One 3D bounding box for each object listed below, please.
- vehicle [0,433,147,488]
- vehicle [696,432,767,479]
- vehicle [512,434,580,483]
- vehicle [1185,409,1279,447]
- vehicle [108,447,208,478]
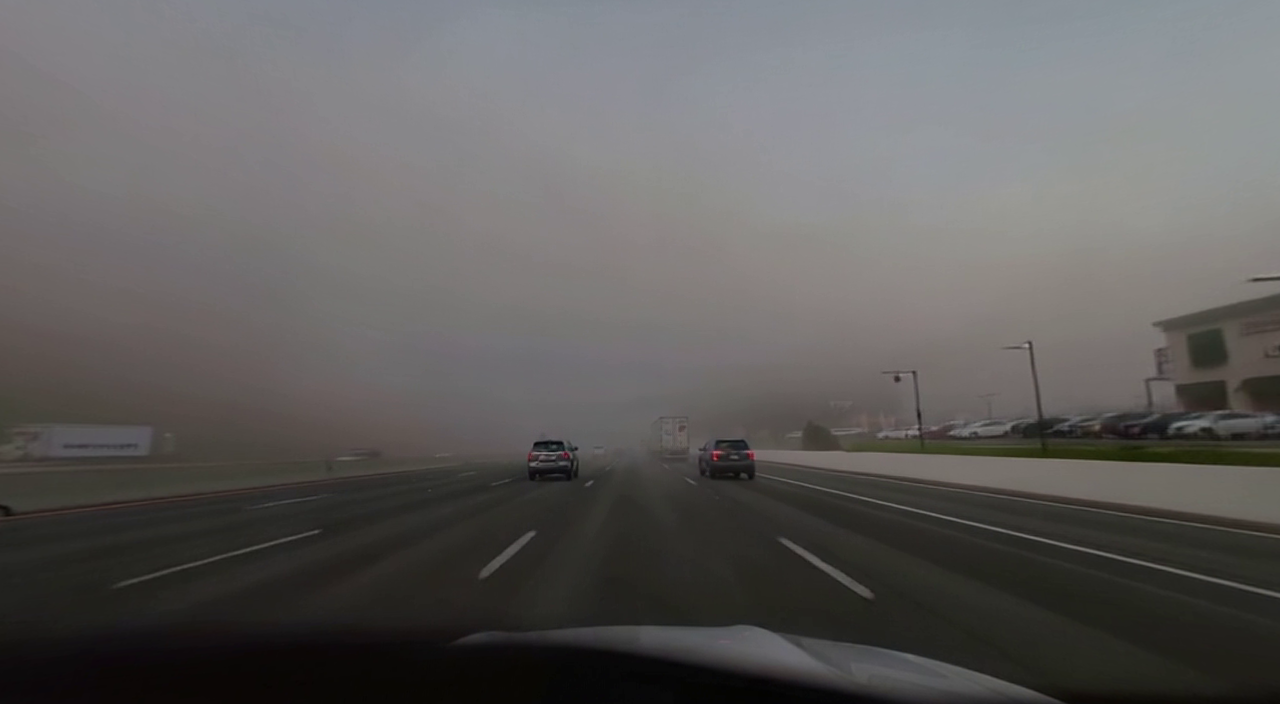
[{"bbox_3d":[-18.571,3.452,20.421,1.854,1.562,4.280,0,-8,-1],"label":"vehicle"},{"bbox_3d":[3.766,4.356,26.817,2.198,1.807,4.530,0,-8,-2],"label":"vehicle"},{"bbox_3d":[-3.613,4.204,25.171,1.987,1.765,4.508,0,-8,0],"label":"vehicle"},{"bbox_3d":[30.142,3.751,31.080,4.515,1.764,2.275,0,-8,-2],"label":"vehicle"},{"bbox_3d":[-25.308,5.781,33.408,1.793,1.503,4.509,0,-8,-1],"label":"vehicle"}]
